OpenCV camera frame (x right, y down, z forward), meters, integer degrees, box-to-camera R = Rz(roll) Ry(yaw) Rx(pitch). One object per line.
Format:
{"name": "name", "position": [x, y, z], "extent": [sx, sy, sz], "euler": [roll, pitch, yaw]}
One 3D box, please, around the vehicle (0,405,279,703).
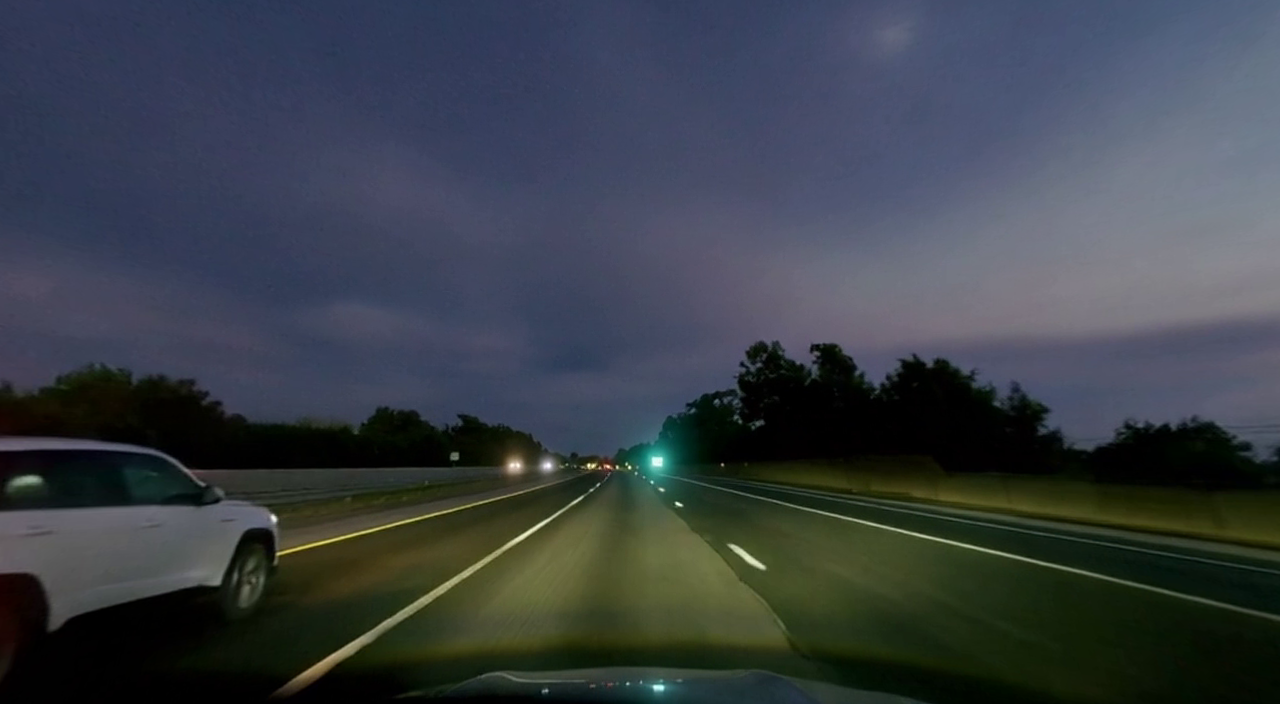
{"name": "vehicle", "position": [-4.279, 1.174, 3.787], "extent": [2.025, 1.584, 3.657], "euler": [1, -10, -1]}
